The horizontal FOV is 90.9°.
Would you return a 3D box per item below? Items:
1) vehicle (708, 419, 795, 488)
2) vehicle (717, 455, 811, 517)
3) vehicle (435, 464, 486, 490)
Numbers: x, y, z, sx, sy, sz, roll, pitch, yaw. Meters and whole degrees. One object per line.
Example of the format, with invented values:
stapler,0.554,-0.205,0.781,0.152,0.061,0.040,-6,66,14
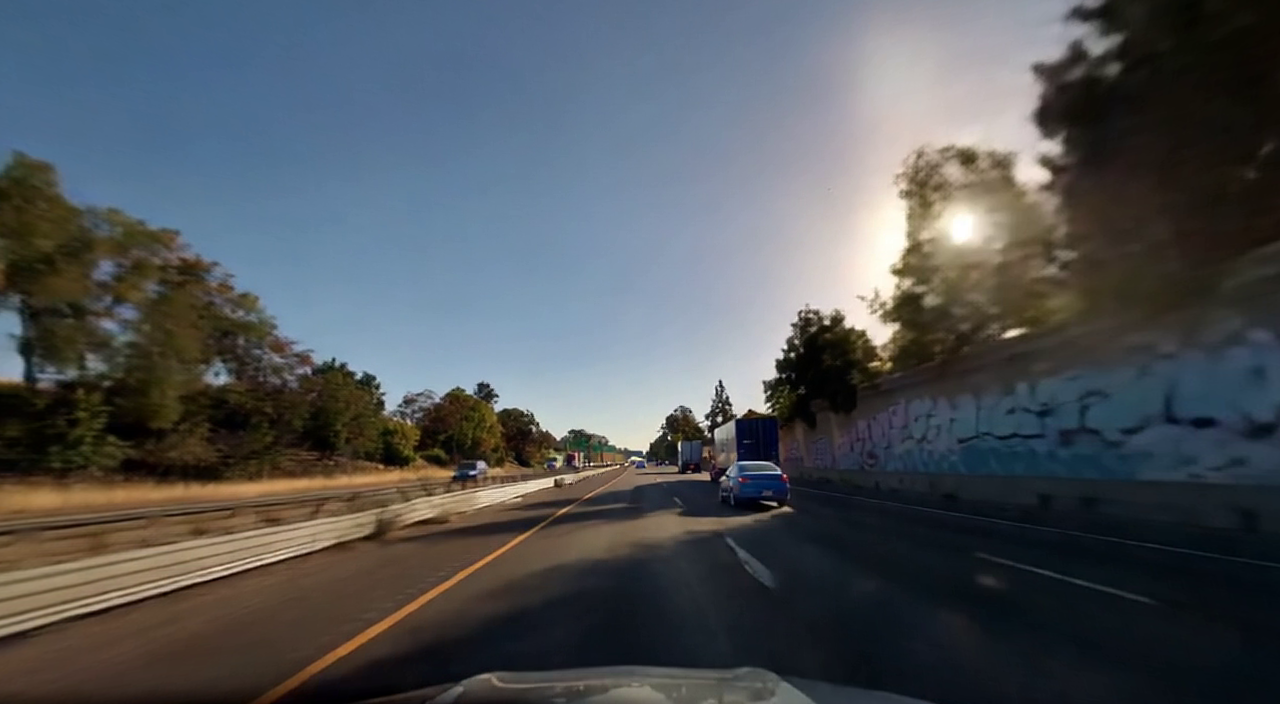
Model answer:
vehicle,7.567,7.549,46.006,3.298,4.017,16.824,1,-10,0
vehicle,3.491,3.850,18.395,2.011,1.574,3.512,1,-10,0
vehicle,-12.216,8.512,43.210,2.001,1.609,4.720,0,-10,1
